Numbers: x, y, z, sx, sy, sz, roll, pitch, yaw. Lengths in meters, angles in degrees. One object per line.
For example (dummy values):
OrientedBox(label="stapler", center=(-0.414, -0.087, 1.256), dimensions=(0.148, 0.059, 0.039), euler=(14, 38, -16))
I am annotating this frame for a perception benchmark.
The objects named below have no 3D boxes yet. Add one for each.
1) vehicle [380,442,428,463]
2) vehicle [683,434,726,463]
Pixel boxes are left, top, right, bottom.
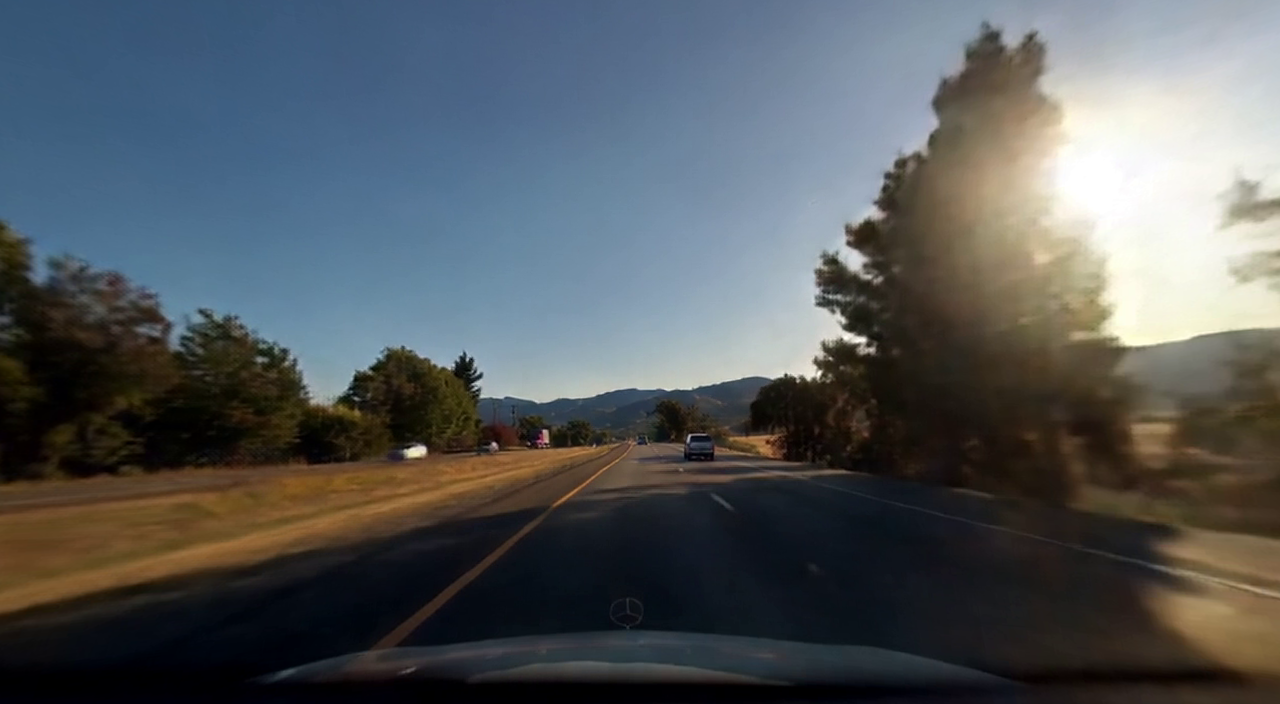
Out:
OrientedBox(label="vehicle", center=(-17.716, 7.512, 47.509), dimensions=(1.843, 1.481, 4.410), euler=(0, -8, 1))
OrientedBox(label="vehicle", center=(3.828, 5.830, 38.036), dimensions=(2.157, 1.640, 4.056), euler=(0, -8, 0))
